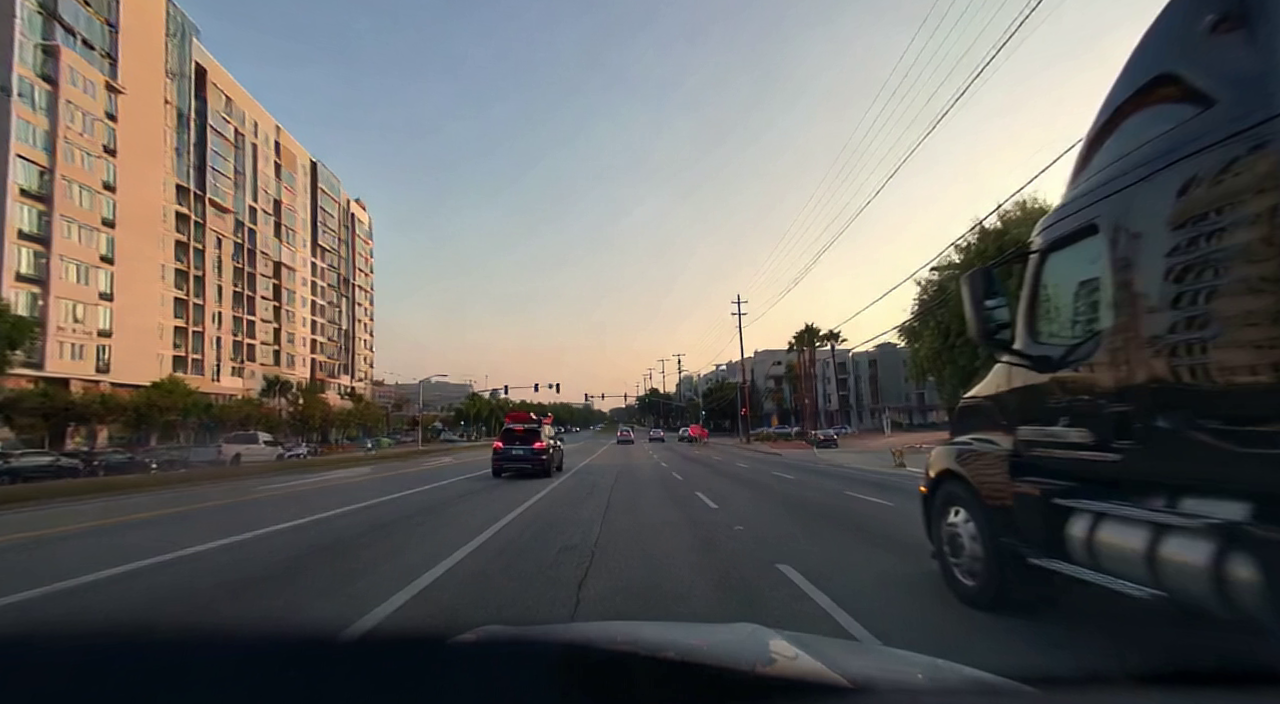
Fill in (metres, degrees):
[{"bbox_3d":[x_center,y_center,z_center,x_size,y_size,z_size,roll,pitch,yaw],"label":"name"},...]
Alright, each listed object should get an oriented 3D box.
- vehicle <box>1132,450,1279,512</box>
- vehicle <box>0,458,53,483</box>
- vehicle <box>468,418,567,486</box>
[{"bbox_3d":[17.198,3.683,18.580,1.881,1.556,4.215,0,-9,-3],"label":"vehicle"},{"bbox_3d":[-40.757,7.656,41.060,1.768,1.455,4.568,2,-9,-15],"label":"vehicle"},{"bbox_3d":[-3.530,2.997,19.100,2.136,1.779,4.417,0,-9,0],"label":"vehicle"}]
